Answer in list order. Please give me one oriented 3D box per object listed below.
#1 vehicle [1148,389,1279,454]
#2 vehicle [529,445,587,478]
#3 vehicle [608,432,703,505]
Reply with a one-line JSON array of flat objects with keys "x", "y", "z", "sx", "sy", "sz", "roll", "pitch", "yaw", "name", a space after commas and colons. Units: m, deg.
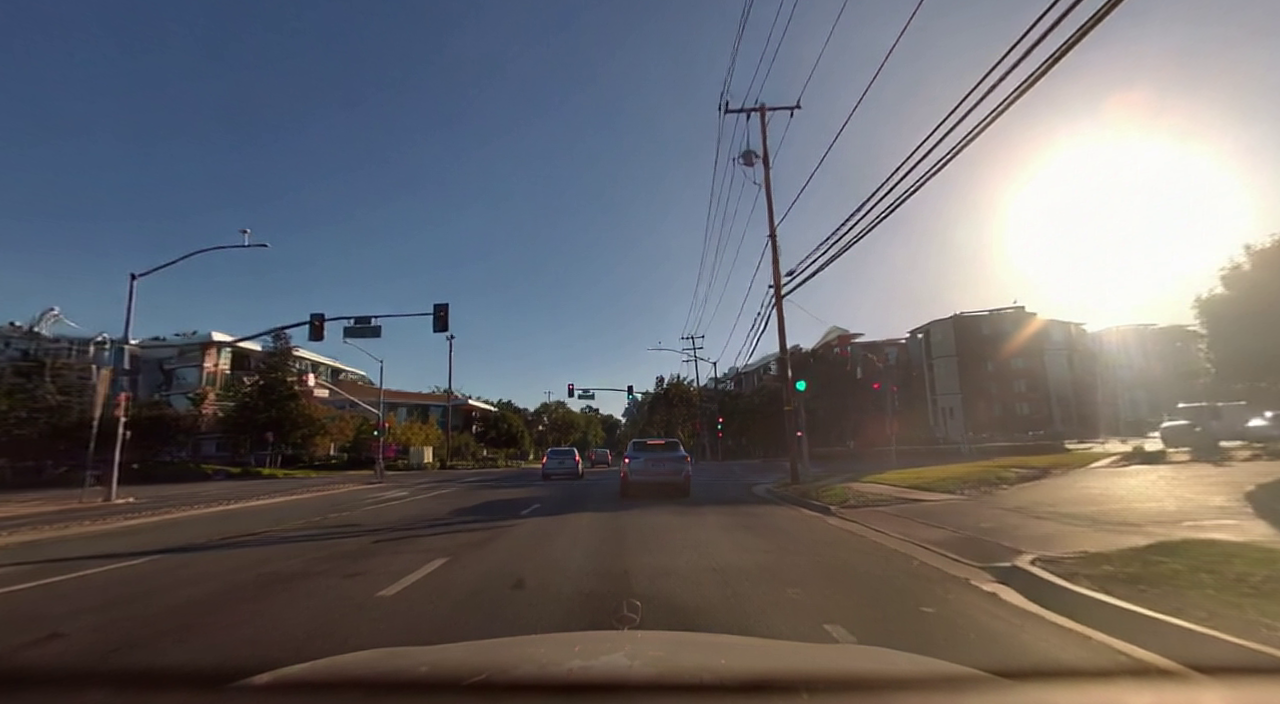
[{"x": 42.375, "y": 5.256, "z": 46.870, "sx": 5.749, "sy": 4.403, "sz": 3.494, "roll": -3, "pitch": -10, "yaw": 7, "name": "vehicle"}, {"x": -3.913, "y": 5.270, "z": 30.737, "sx": 2.153, "sy": 1.474, "sz": 4.284, "roll": 0, "pitch": -9, "yaw": 1, "name": "vehicle"}, {"x": 0.353, "y": 2.964, "z": 16.431, "sx": 2.156, "sy": 1.636, "sz": 3.923, "roll": 0, "pitch": -9, "yaw": 0, "name": "vehicle"}]
